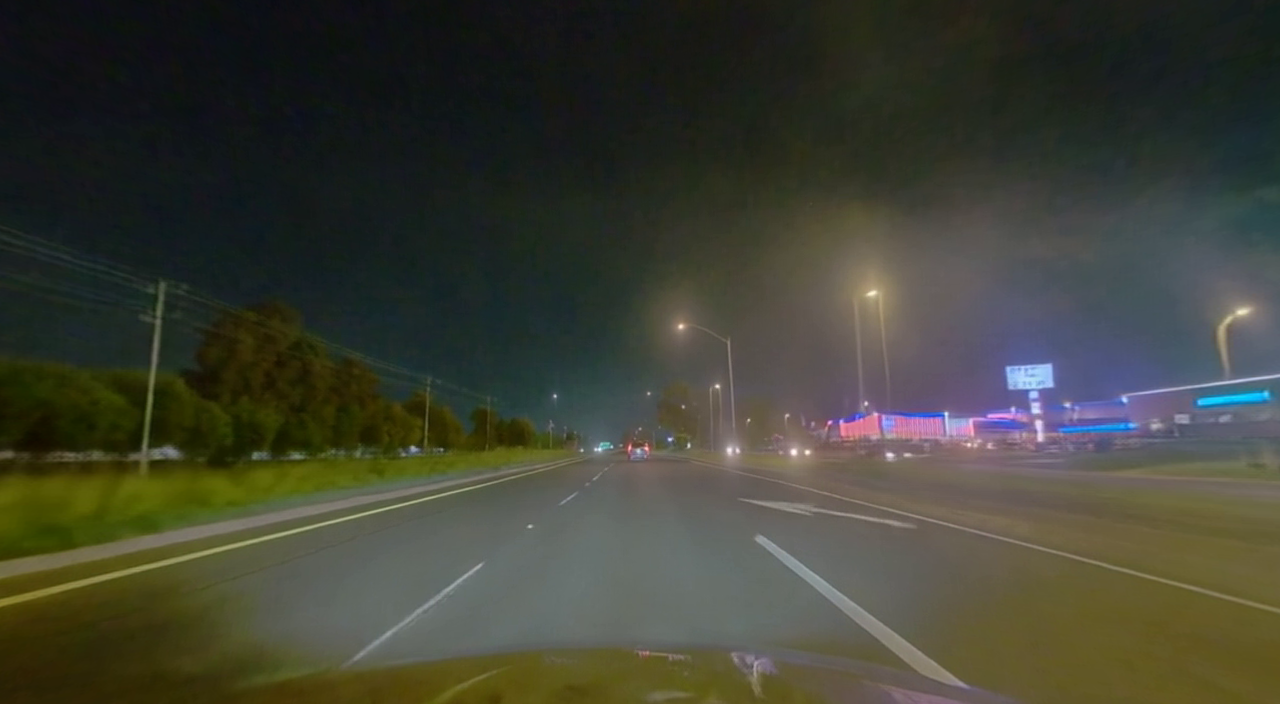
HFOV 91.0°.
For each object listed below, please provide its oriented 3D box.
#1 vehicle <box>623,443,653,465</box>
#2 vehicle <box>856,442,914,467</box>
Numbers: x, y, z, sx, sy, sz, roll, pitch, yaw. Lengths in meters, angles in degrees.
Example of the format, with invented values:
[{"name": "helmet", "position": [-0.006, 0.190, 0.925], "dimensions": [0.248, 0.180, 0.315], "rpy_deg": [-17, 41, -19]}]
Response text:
[{"name": "vehicle", "position": [-0.183, 7.637, 47.215], "dimensions": [2.110, 1.555, 4.431], "rpy_deg": [0, -9, -1]}, {"name": "vehicle", "position": [15.969, 6.722, 41.263], "dimensions": [1.987, 1.517, 4.405], "rpy_deg": [0, -9, 0]}]
